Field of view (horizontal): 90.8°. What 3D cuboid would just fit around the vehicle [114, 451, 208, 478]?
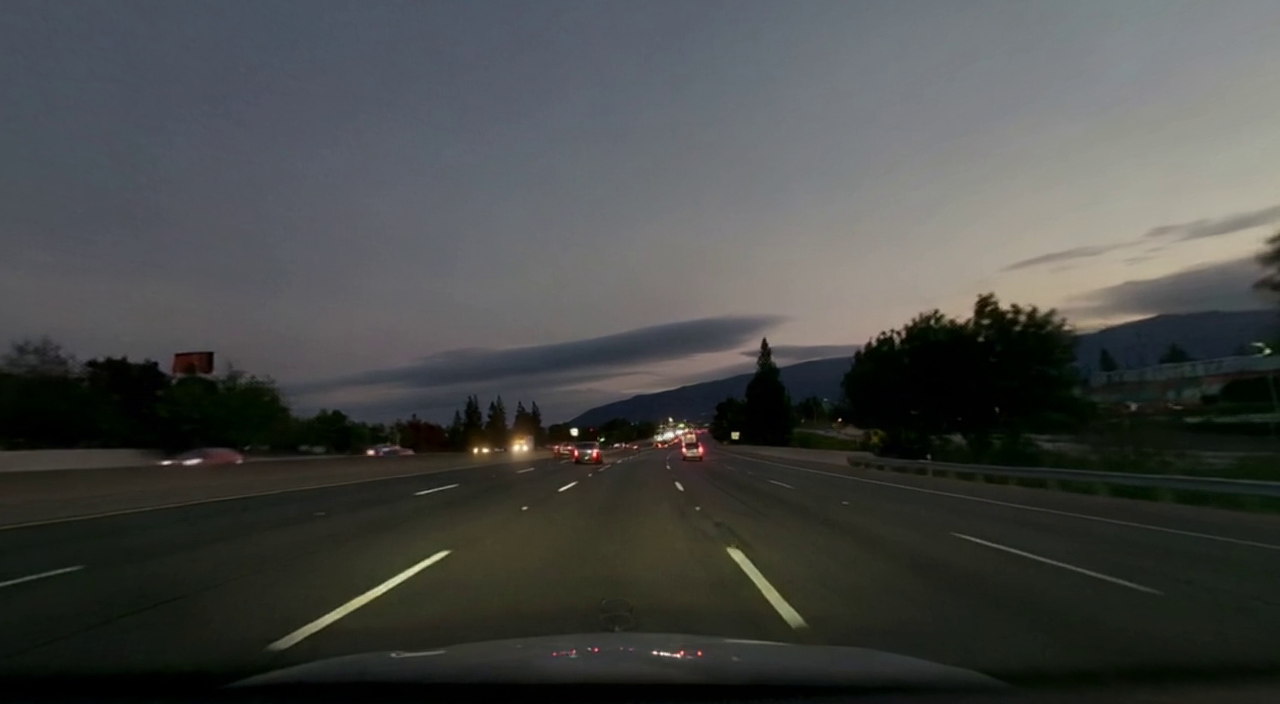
[{"bbox_3d":[-26.977,6.320,35.794,1.772,1.422,4.404,0,-8,1],"label":"vehicle"}]

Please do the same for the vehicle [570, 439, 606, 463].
[{"bbox_3d":[-3.740,7.243,46.288,2.179,1.693,4.204,0,-8,2],"label":"vehicle"}]

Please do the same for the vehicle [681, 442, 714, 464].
[{"bbox_3d":[4.067,7.169,45.107,1.967,1.475,4.080,0,-8,0],"label":"vehicle"}]
